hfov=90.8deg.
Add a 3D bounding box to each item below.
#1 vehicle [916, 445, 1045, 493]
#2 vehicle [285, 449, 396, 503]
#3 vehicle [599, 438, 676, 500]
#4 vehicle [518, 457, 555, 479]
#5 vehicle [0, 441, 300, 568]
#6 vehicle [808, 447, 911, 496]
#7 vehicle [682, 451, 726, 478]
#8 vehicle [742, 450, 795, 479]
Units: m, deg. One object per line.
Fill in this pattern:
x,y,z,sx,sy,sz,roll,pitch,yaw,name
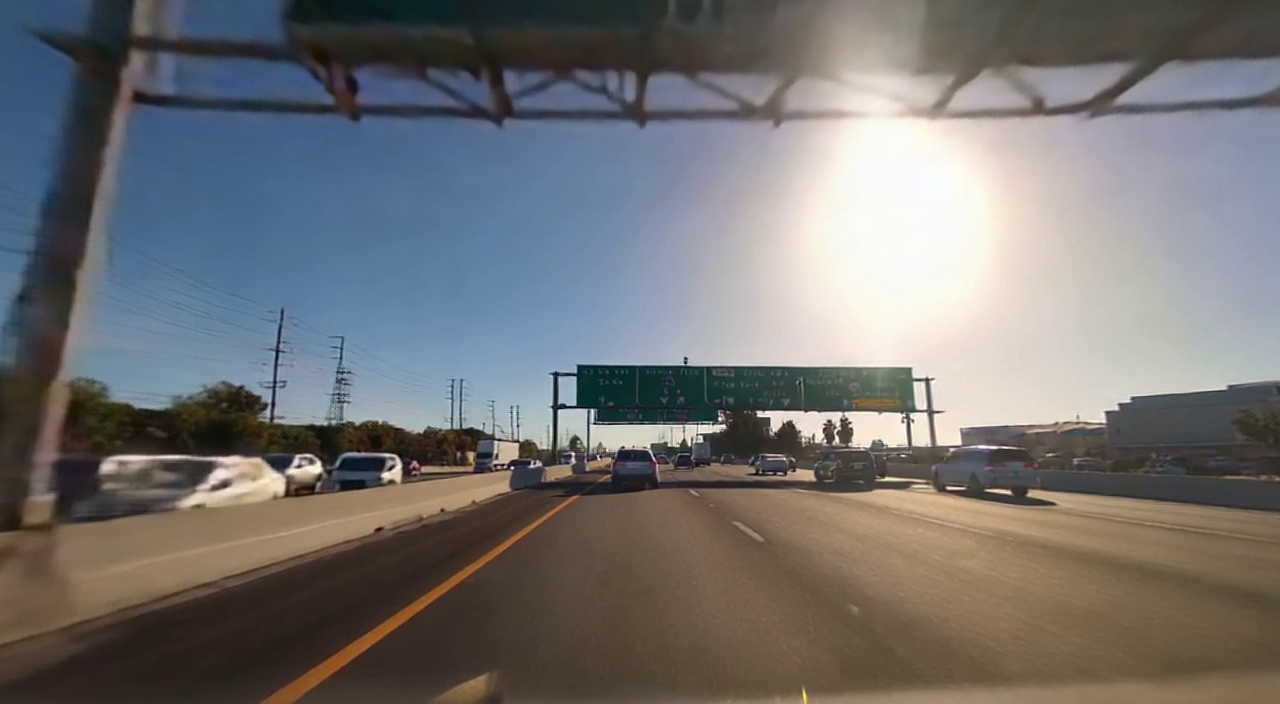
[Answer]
11.583,3.978,21.902,1.901,1.485,4.483,0,-9,-1,vehicle
-10.921,4.499,23.450,1.955,1.758,4.486,0,-9,-1,vehicle
-0.093,3.826,21.118,2.298,1.809,4.359,0,-9,0,vehicle
-7.672,8.626,47.279,1.937,1.477,4.561,0,-9,2,vehicle
-7.879,2.297,10.410,2.004,1.596,4.520,0,-9,0,vehicle
7.356,4.015,21.687,1.958,1.473,4.201,0,-9,-1,vehicle
3.773,6.665,37.730,2.115,1.481,3.968,0,-9,-1,vehicle
7.106,6.245,35.373,1.934,1.461,4.368,0,-9,-2,vehicle
